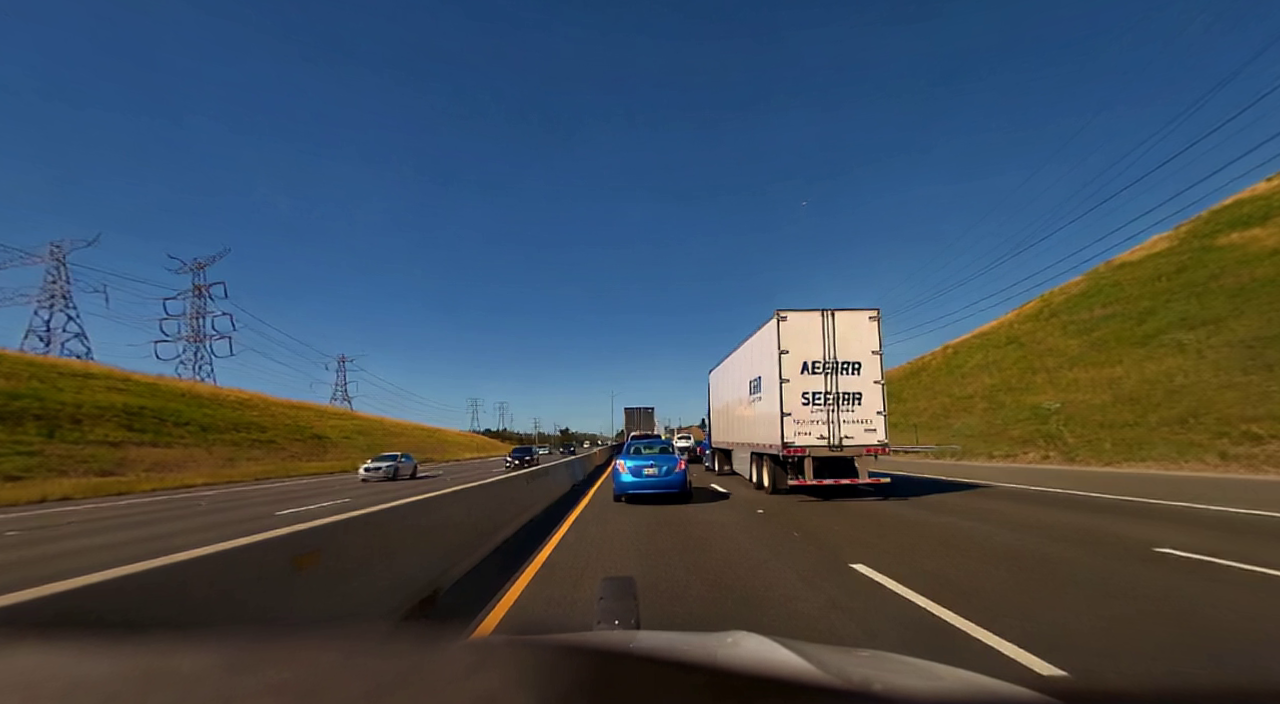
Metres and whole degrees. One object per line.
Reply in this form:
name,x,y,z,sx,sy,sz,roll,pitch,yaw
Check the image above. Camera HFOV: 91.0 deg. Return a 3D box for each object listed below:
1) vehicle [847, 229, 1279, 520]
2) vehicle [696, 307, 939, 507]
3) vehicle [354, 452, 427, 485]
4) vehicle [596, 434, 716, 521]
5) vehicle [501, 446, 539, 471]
vehicle,8.658,1.128,15.084,2.845,4.146,12.401,0,-8,-2
vehicle,4.238,2.085,20.004,3.138,4.065,14.276,0,-8,-2
vehicle,-12.347,5.765,31.452,1.918,1.457,4.106,-1,-8,1
vehicle,0.255,2.397,12.579,2.045,1.446,3.597,-1,-8,-1
vehicle,-8.359,7.391,44.001,1.926,1.606,3.853,-1,-8,0
